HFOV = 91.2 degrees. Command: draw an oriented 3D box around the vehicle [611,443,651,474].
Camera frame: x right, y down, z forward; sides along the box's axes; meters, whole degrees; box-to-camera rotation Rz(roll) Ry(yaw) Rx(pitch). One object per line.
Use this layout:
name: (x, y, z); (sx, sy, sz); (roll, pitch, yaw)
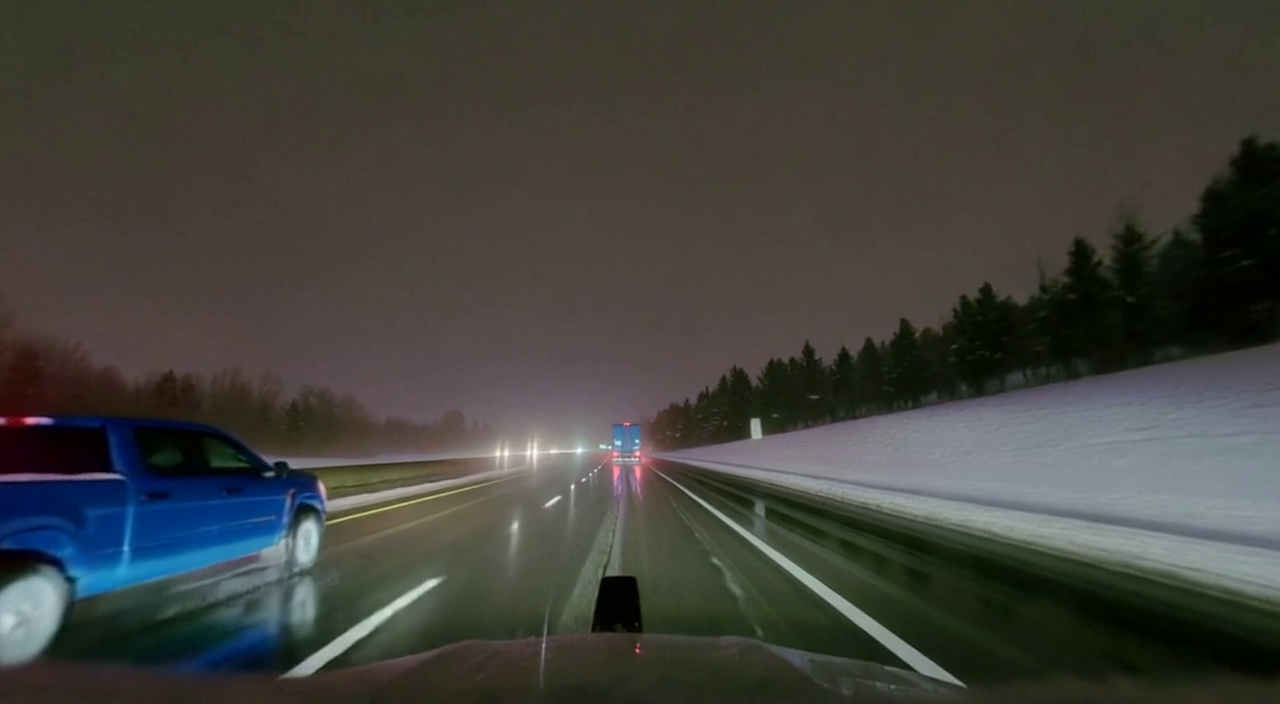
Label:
vehicle: (-0.530, 6.299, 37.240); (2.230, 1.715, 4.243); (0, -9, -1)

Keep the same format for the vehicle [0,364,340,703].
vehicle: (-3.979, 1.019, 3.616); (2.181, 1.653, 4.691); (0, -9, 0)
